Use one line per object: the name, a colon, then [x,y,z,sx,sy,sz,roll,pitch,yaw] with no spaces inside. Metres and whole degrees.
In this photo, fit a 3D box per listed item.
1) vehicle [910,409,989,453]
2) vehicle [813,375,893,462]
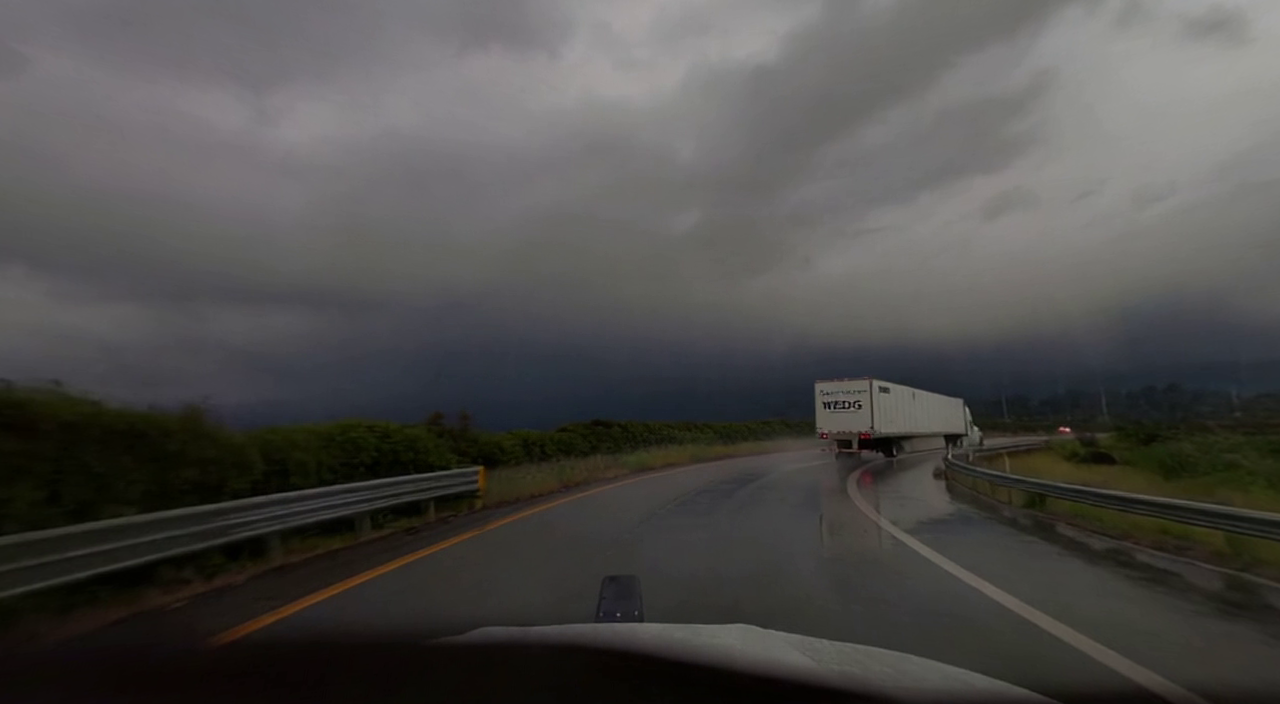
vehicle: [19.781,5.060,39.957,6.650,2.524,2.120,7,-10,-42]
vehicle: [9.997,3.164,29.444,2.963,3.771,3.137,-4,-9,27]
